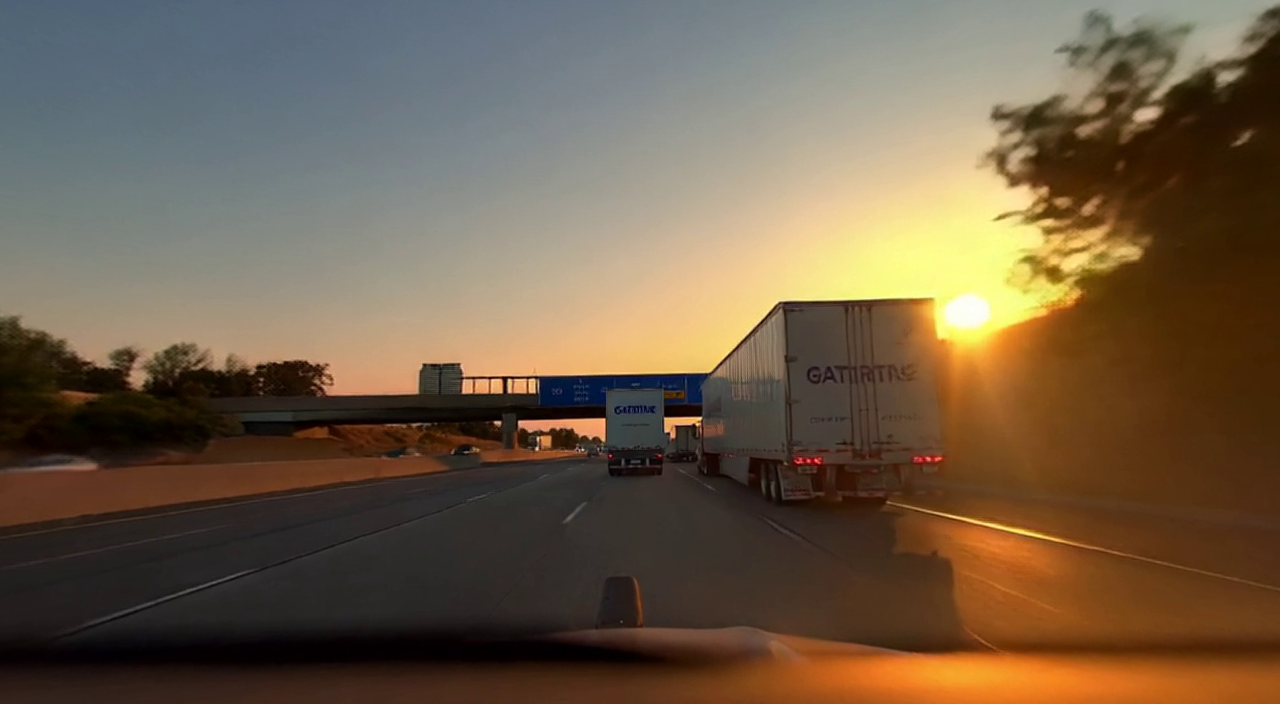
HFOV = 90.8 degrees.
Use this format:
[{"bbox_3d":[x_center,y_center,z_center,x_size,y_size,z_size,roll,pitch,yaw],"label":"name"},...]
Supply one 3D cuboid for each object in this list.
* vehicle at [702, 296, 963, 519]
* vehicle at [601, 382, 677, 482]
[{"bbox_3d":[4.229,2.075,18.872,3.044,4.128,14.482,0,-9,-1],"label":"vehicle"},{"bbox_3d":[-0.017,3.813,29.058,2.864,3.805,9.709,0,-9,0],"label":"vehicle"}]
